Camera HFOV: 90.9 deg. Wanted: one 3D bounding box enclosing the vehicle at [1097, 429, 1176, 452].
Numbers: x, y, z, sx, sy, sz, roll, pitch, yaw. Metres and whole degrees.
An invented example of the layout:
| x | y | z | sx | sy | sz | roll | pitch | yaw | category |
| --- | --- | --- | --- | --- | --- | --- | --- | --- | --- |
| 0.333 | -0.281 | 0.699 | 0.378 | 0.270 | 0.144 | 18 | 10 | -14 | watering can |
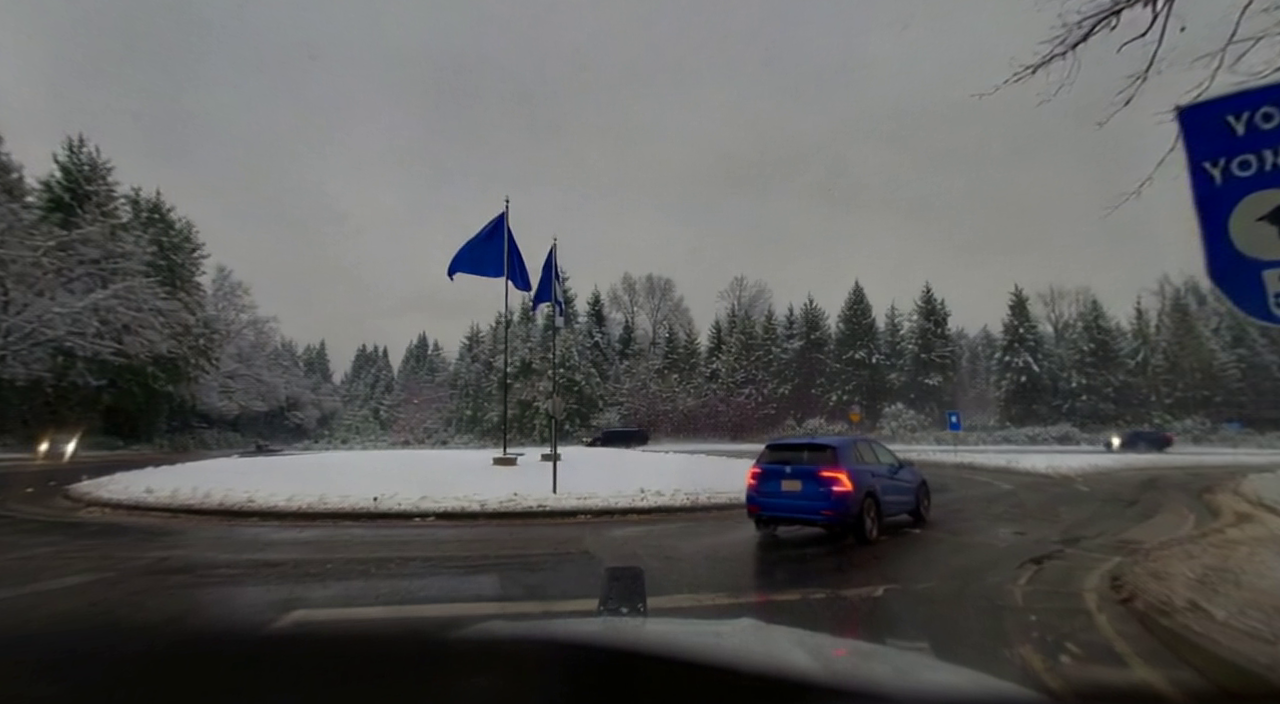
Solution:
| x | y | z | sx | sy | sz | roll | pitch | yaw | category |
| --- | --- | --- | --- | --- | --- | --- | --- | --- | --- |
| 36.612 | 6.549 | 46.554 | 4.045 | 1.569 | 1.781 | -2 | -9 | 9 | vehicle |

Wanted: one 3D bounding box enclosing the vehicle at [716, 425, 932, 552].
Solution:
| x | y | z | sx | sy | sz | roll | pitch | yaw | category |
| --- | --- | --- | --- | --- | --- | --- | --- | --- | --- |
| 3.158 | 2.090 | 10.296 | 2.078 | 1.607 | 4.010 | -7 | -11 | 36 | vehicle |
